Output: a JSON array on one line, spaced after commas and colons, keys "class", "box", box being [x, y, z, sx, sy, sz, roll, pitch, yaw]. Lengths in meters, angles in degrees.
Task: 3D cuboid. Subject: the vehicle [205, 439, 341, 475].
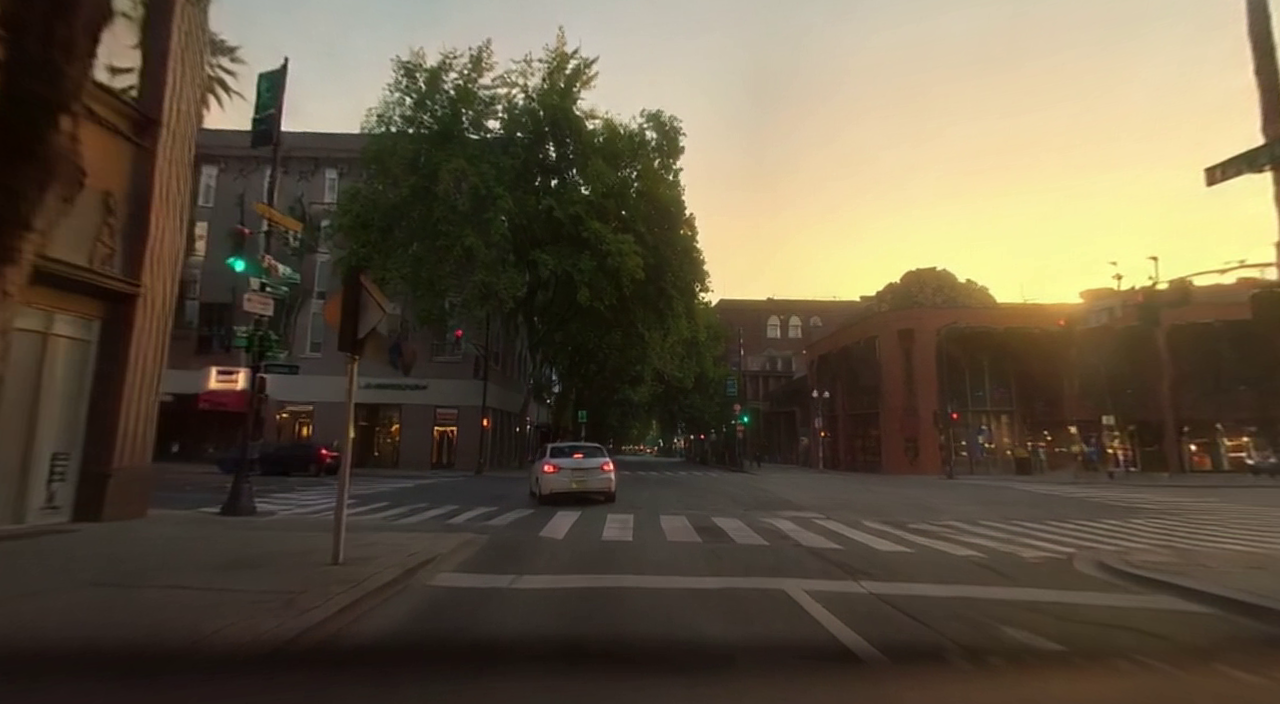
[{"class": "vehicle", "box": [-15.511, 4.448, 26.862, 4.627, 1.468, 1.871, -1, -9, 3]}]

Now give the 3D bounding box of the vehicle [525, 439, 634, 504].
[{"class": "vehicle", "box": [-1.795, 3.154, 17.169, 2.106, 1.482, 4.459, 2, -9, -16]}]
